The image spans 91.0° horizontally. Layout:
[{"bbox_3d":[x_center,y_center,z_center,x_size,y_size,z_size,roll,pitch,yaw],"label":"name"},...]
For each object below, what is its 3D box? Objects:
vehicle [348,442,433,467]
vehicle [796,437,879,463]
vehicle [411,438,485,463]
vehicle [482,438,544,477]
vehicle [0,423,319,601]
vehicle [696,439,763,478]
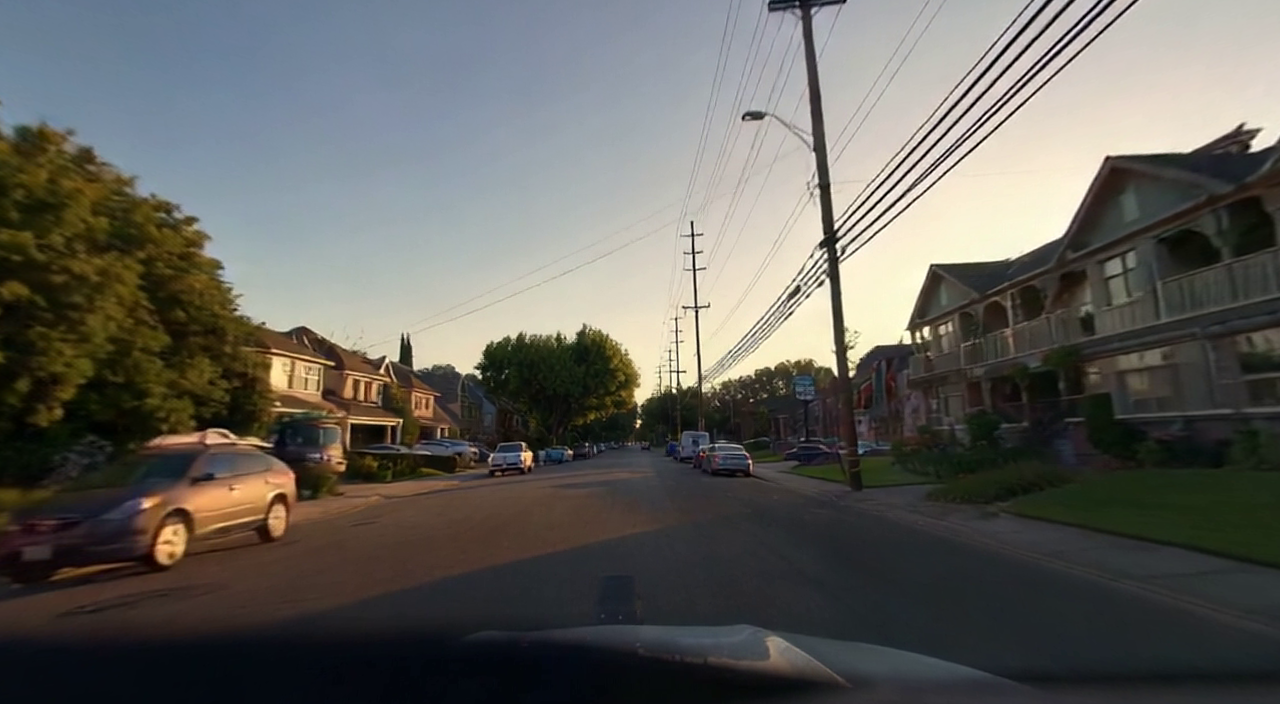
[{"bbox_3d":[-15.342,6.326,38.837,4.388,1.466,2.008,0,-8,-1],"label":"vehicle"},{"bbox_3d":[12.482,6.225,40.004,4.606,1.484,2.042,1,-10,1],"label":"vehicle"},{"bbox_3d":[-13.328,6.885,43.983,4.528,1.713,1.947,0,-8,-1],"label":"vehicle"},{"bbox_3d":[-6.130,5.113,30.908,1.989,1.693,4.292,-1,-8,2],"label":"vehicle"},{"bbox_3d":[-6.257,1.814,8.113,2.012,1.639,4.310,-1,-8,-1],"label":"vehicle"},{"bbox_3d":[3.718,4.513,27.059,2.112,1.528,4.944,0,-8,-1],"label":"vehicle"}]
